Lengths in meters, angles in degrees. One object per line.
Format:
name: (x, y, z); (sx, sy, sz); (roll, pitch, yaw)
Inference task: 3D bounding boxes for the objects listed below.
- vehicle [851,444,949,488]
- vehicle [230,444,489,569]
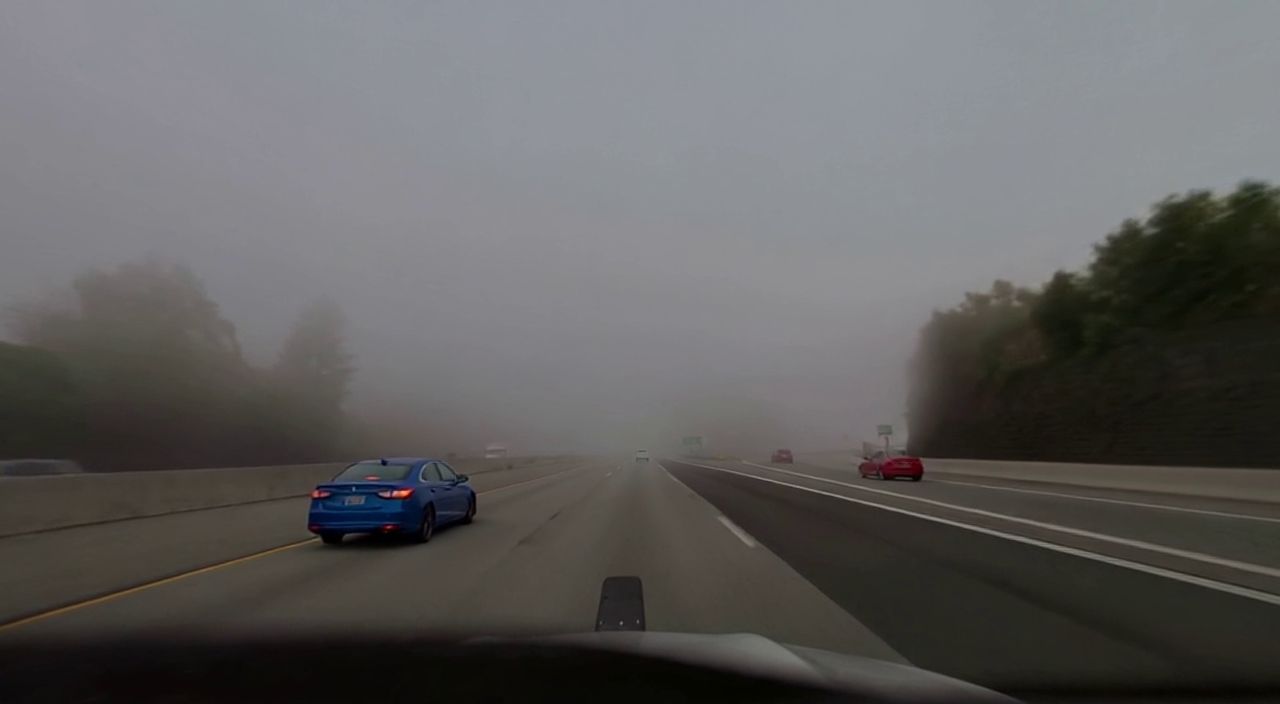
vehicle: (9.752, 4.320, 24.137); (1.884, 1.485, 4.600); (-1, -9, 2)
vehicle: (-3.853, 2.191, 9.752); (1.873, 1.438, 4.546); (0, -9, 1)
